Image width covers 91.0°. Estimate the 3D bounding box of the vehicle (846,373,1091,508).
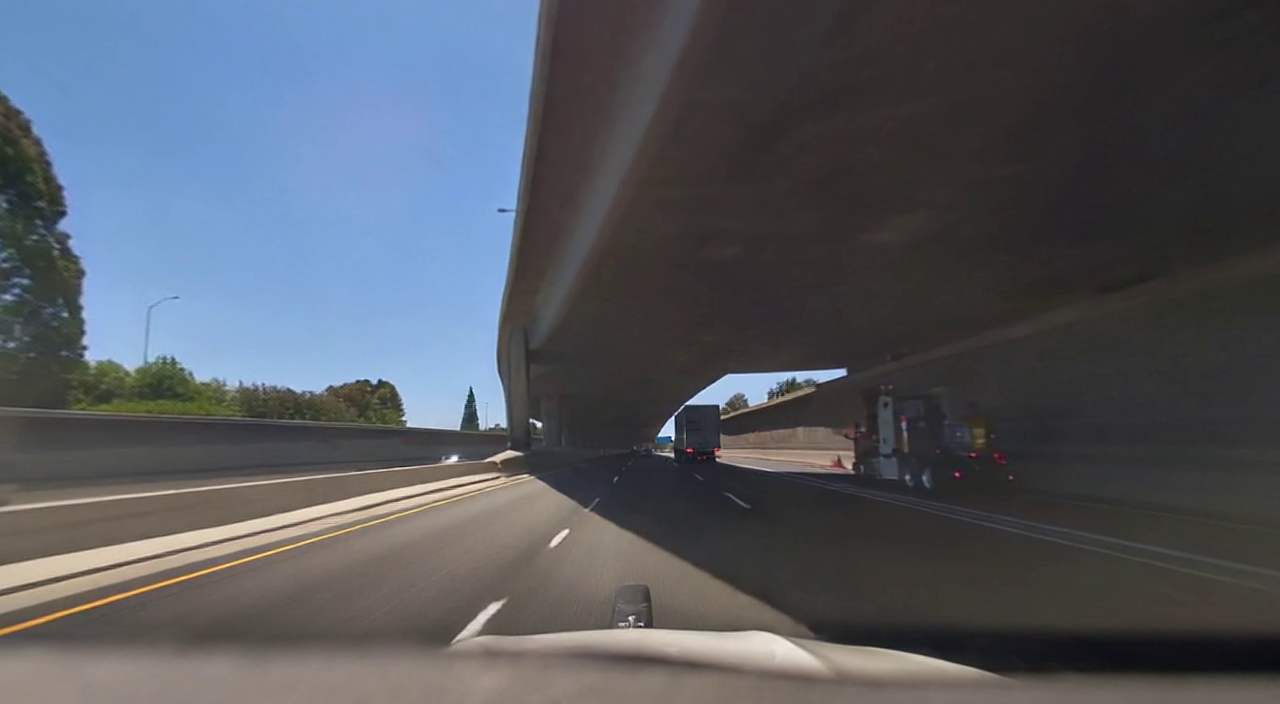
[{"bbox_3d":[7.876,2.315,16.499,2.474,2.730,7.349,0,-8,0],"label":"vehicle"}]
